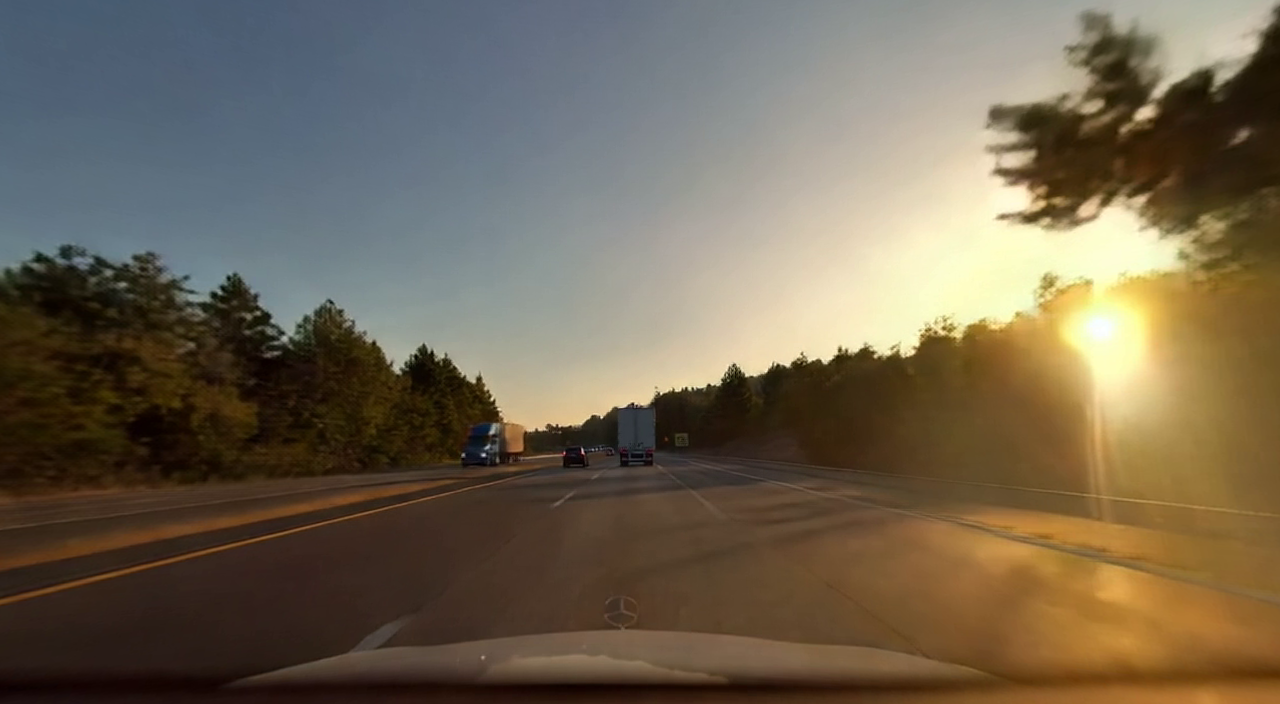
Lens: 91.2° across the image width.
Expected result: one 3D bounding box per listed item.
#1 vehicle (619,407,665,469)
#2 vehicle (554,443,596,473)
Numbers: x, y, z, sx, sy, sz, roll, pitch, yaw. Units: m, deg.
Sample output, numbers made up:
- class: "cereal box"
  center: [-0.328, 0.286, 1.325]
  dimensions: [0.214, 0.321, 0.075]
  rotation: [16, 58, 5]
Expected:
- class: "vehicle"
  center: [0.031, 6.581, 47.308]
  dimensions: [3.100, 4.091, 10.664]
  rotation: [0, -9, -1]
- class: "vehicle"
  center: [-3.747, 6.207, 36.821]
  dimensions: [2.112, 1.645, 4.129]
  rotation: [0, -9, -1]
